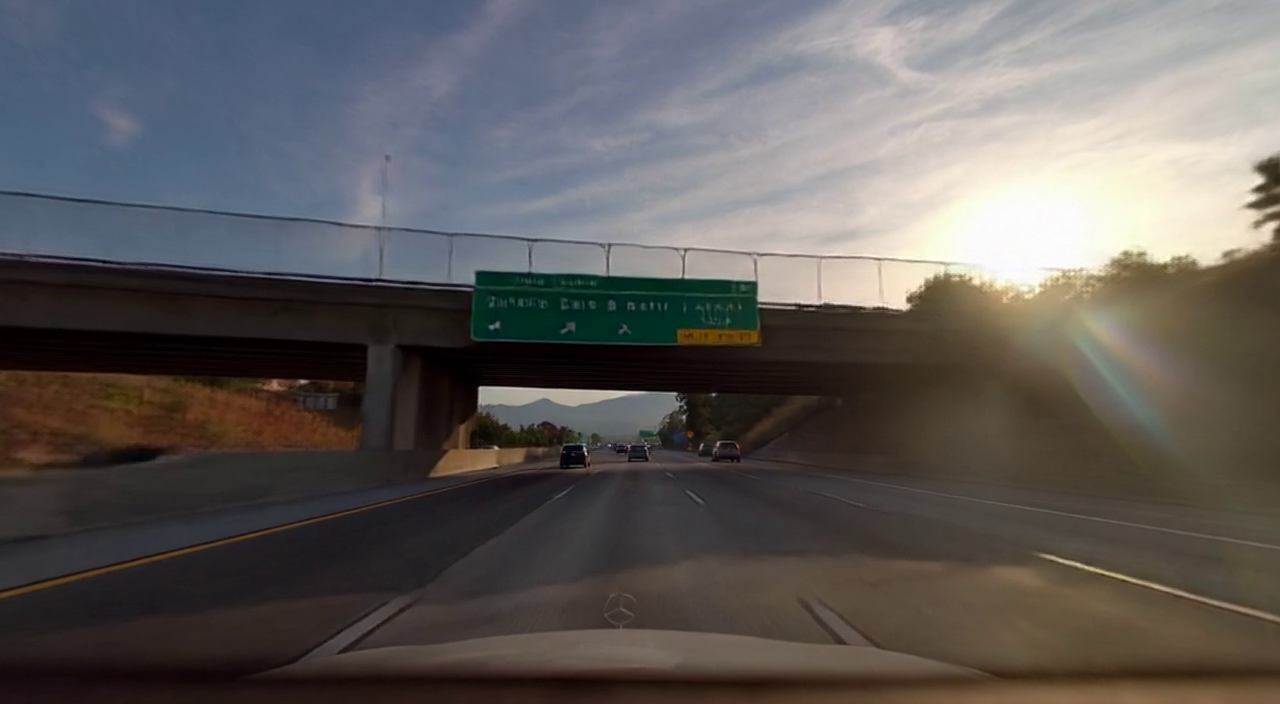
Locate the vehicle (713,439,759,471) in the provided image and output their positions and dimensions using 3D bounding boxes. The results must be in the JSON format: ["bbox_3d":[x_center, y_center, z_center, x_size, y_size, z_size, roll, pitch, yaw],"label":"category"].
[{"bbox_3d":[5.192,5.623,34.586,1.936,1.625,3.991,0,-8,0],"label":"vehicle"}]

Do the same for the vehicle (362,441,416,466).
[{"bbox_3d":[-17.641,7.162,44.561,1.948,1.661,4.435,0,-8,1],"label":"vehicle"}]

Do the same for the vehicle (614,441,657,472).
[{"bbox_3d":[-0.218,5.340,32.485,2.075,1.486,4.007,0,-8,0],"label":"vehicle"}]

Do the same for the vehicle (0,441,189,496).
[{"bbox_3d":[-16.721,3.524,19.591,1.903,1.481,4.822,0,-8,0],"label":"vehicle"}]

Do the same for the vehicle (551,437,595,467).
[{"bbox_3d":[-4.027,6.145,38.917,2.113,1.756,4.471,0,-8,1],"label":"vehicle"}]
